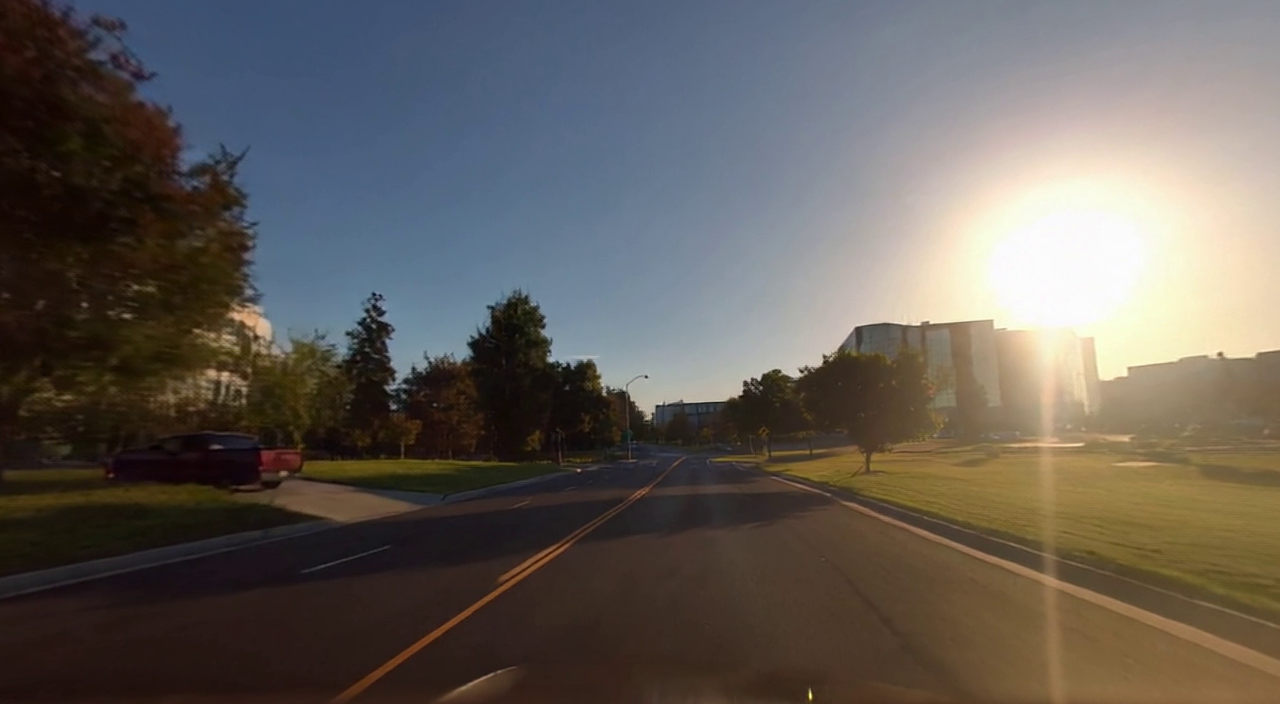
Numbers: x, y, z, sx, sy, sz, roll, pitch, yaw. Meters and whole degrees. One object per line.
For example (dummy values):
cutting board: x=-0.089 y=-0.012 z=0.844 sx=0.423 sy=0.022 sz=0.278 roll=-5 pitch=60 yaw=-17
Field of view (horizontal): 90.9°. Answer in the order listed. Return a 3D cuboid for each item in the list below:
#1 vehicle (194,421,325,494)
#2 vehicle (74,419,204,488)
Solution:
vehicle: x=-10.868 y=3.120 z=18.486 sx=2.244 sy=1.796 sz=5.170 roll=5 pitch=-11 yaw=-20
vehicle: x=-14.451 y=2.941 z=18.499 sx=2.192 sy=1.740 sz=4.521 roll=5 pitch=-10 yaw=-29
